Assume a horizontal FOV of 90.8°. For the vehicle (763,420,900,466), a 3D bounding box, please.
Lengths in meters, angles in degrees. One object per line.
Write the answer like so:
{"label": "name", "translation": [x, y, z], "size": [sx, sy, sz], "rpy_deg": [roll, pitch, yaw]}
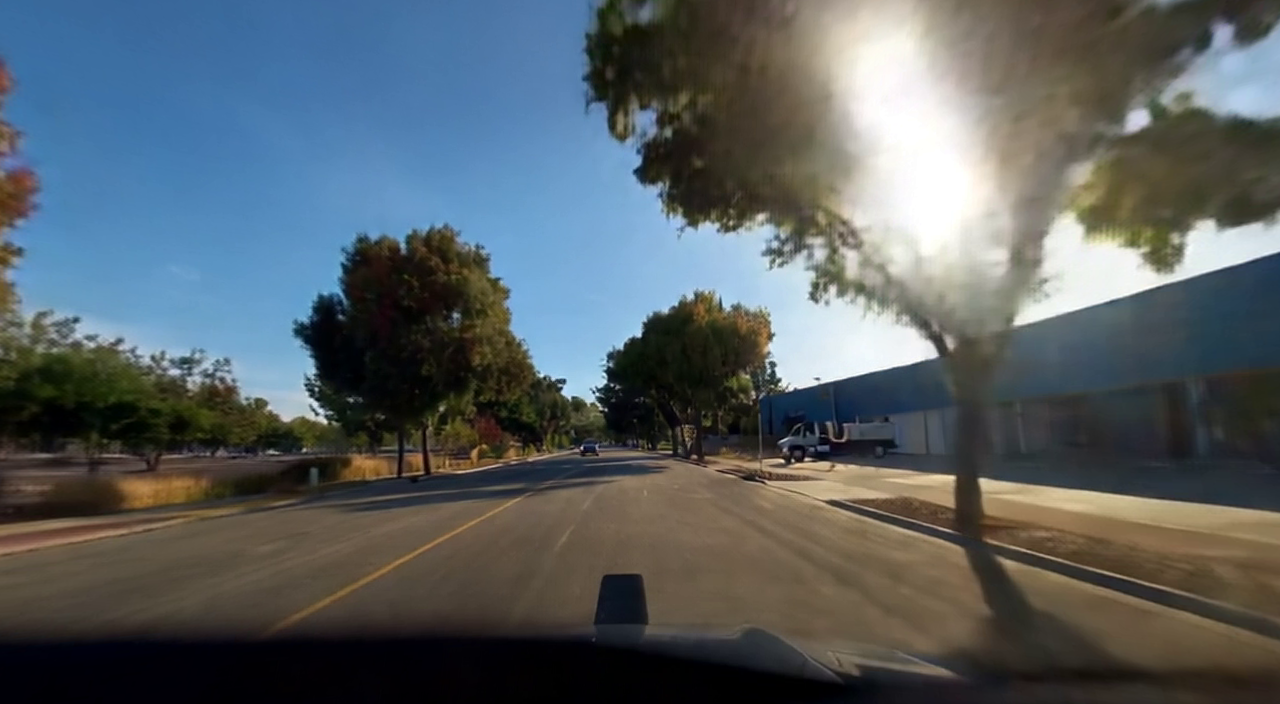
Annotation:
{"label": "vehicle", "translation": [11.274, 5.400, 37.580], "size": [7.188, 2.416, 2.528], "rpy_deg": [-2, -8, -3]}
